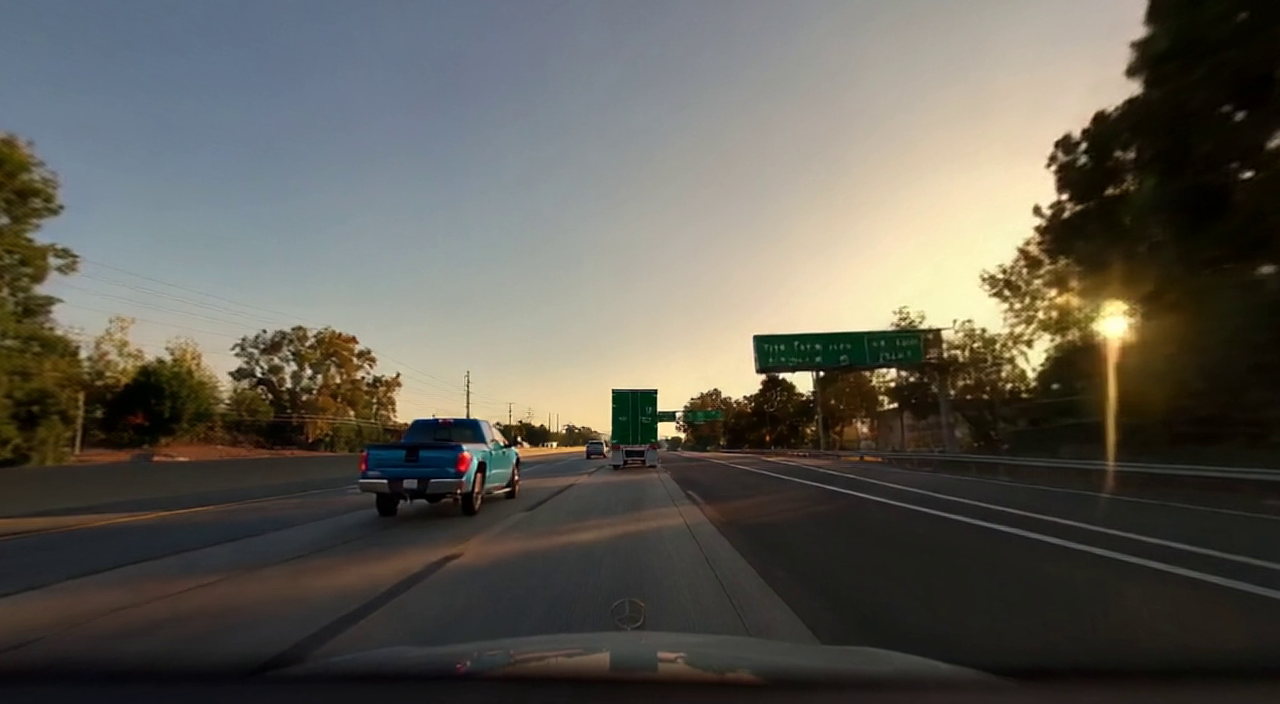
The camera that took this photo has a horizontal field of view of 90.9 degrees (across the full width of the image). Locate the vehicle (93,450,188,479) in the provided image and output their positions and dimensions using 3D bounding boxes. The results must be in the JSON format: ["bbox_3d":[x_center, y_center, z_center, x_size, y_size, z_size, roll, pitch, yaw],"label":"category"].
[{"bbox_3d":[-29.534,6.646,37.475,1.876,1.519,4.652,0,-8,-1],"label":"vehicle"}]

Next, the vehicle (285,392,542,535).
[{"bbox_3d":[-3.937,2.152,12.846,2.749,2.141,6.515,0,-8,1],"label":"vehicle"}]

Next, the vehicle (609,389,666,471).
[{"bbox_3d":[-0.095,4.875,38.433,2.879,4.085,13.125,0,-8,0],"label":"vehicle"}]
